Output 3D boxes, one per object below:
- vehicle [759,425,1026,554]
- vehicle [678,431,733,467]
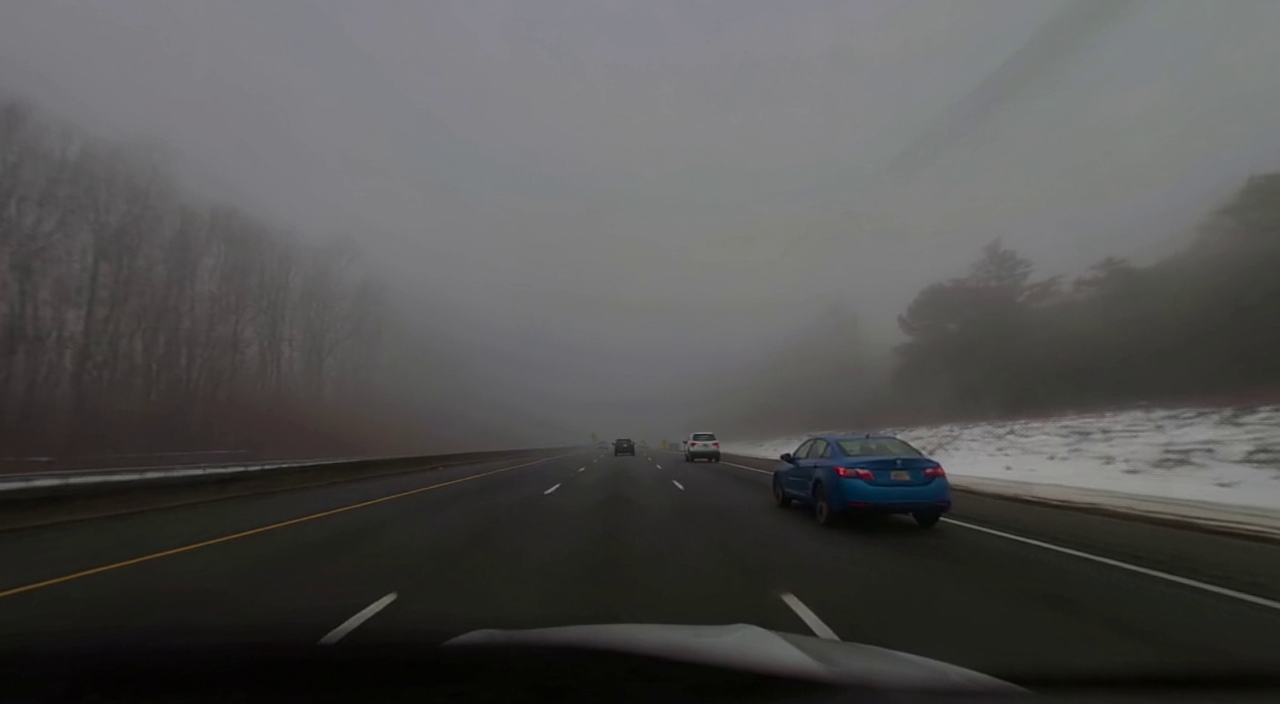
[{"bbox_3d":[3.401,1.922,9.710,2.056,1.479,4.660,0,-8,-2],"label":"vehicle"},{"bbox_3d":[3.176,4.786,31.319,2.098,1.677,4.275,0,-8,-2],"label":"vehicle"}]
